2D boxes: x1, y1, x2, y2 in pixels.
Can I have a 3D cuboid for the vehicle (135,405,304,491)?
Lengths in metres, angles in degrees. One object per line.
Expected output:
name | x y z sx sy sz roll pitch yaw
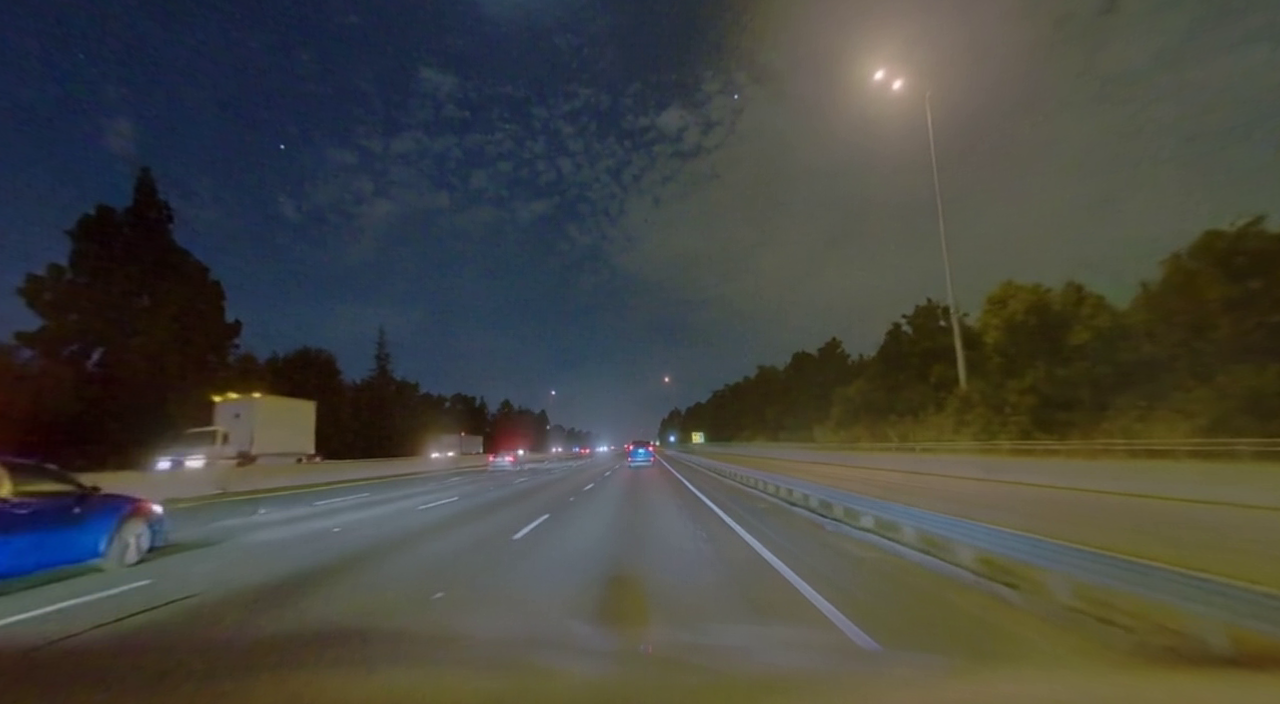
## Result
vehicle | -14.184 3.313 21.792 2.499 2.625 4.804 0 -9 -1

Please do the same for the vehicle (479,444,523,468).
vehicle | -10.122 7.587 46.140 2.037 1.661 4.885 0 -8 1

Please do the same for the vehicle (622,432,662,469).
vehicle | 0.103 6.153 39.491 2.318 2.145 4.561 0 -8 0

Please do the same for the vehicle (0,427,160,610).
vehicle | -6.633 1.383 5.024 2.116 1.570 4.377 0 -8 0
